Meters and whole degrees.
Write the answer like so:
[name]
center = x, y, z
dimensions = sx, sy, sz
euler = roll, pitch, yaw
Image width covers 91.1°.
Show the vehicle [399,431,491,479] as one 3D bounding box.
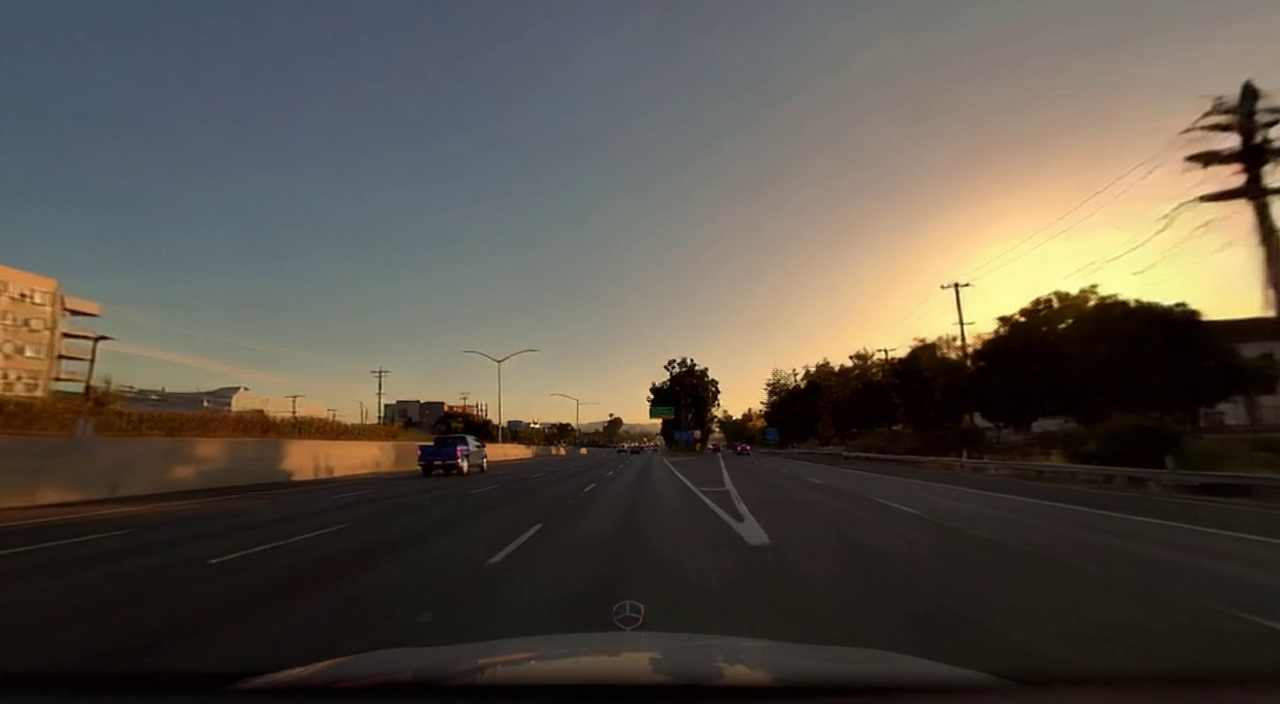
[vehicle]
center = -9.839, 5.259, 32.401
dimensions = 2.667, 2.213, 6.081
euler = 0, -8, 1
